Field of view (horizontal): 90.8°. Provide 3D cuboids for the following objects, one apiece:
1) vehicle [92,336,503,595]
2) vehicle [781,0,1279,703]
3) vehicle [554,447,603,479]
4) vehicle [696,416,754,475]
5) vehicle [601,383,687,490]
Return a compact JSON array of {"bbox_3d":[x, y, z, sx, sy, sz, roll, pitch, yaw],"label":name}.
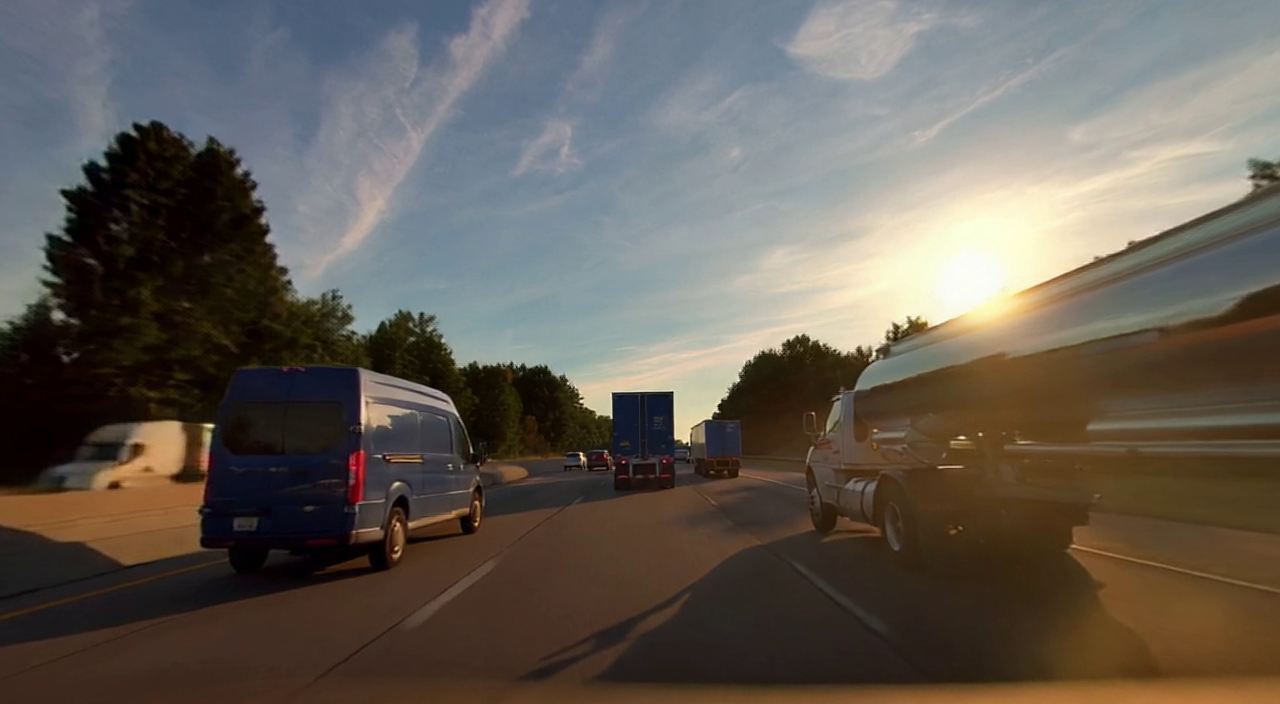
[{"bbox_3d":[-4.088,1.600,9.487,2.525,2.572,6.260,0,-9,1],"label":"vehicle"},{"bbox_3d":[4.349,0.205,6.178,3.139,4.152,11.915,0,-9,0],"label":"vehicle"},{"bbox_3d":[-3.342,6.127,35.084,2.134,1.652,4.439,0,-9,2],"label":"vehicle"},{"bbox_3d":[5.651,6.546,43.871,2.706,3.500,11.483,0,-9,1],"label":"vehicle"},{"bbox_3d":[0.060,3.468,25.137,2.773,3.455,9.118,0,-9,-1],"label":"vehicle"}]
